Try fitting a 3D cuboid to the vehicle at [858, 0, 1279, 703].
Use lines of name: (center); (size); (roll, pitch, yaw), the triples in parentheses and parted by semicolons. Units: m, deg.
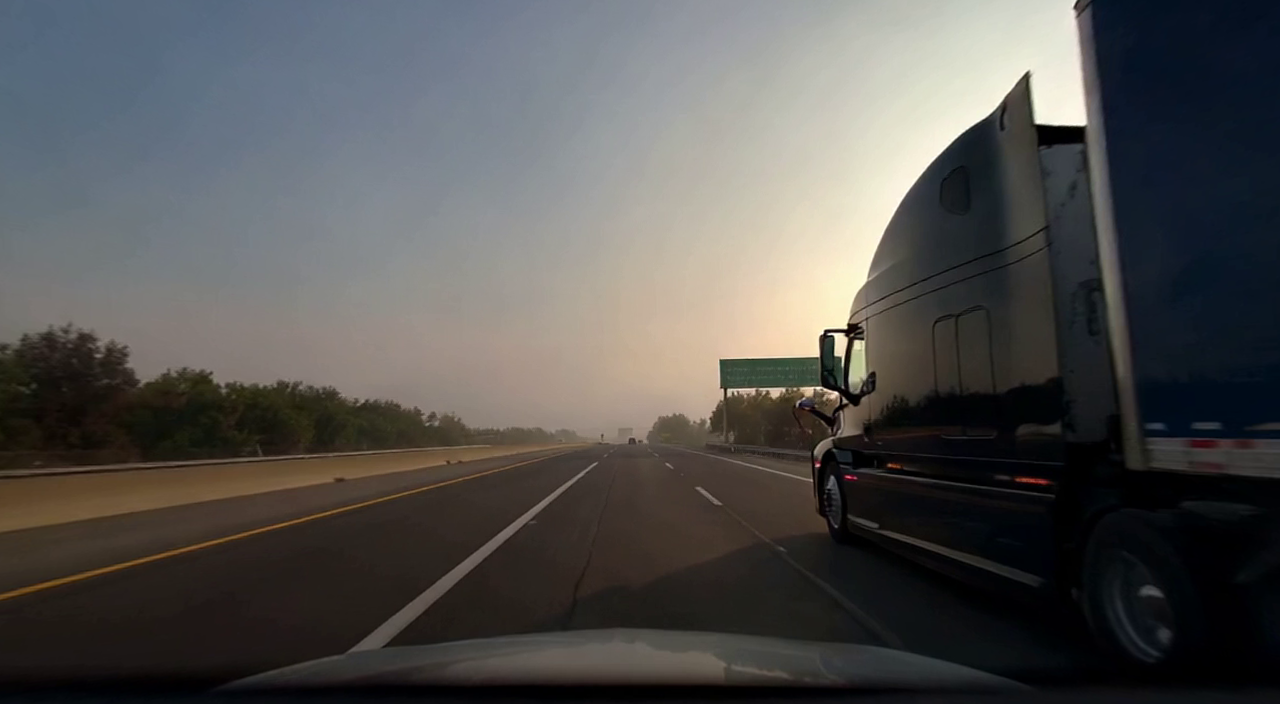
vehicle: (4.169, -0.264, 2.696); (3.246, 4.187, 8.893); (1, -8, 0)
